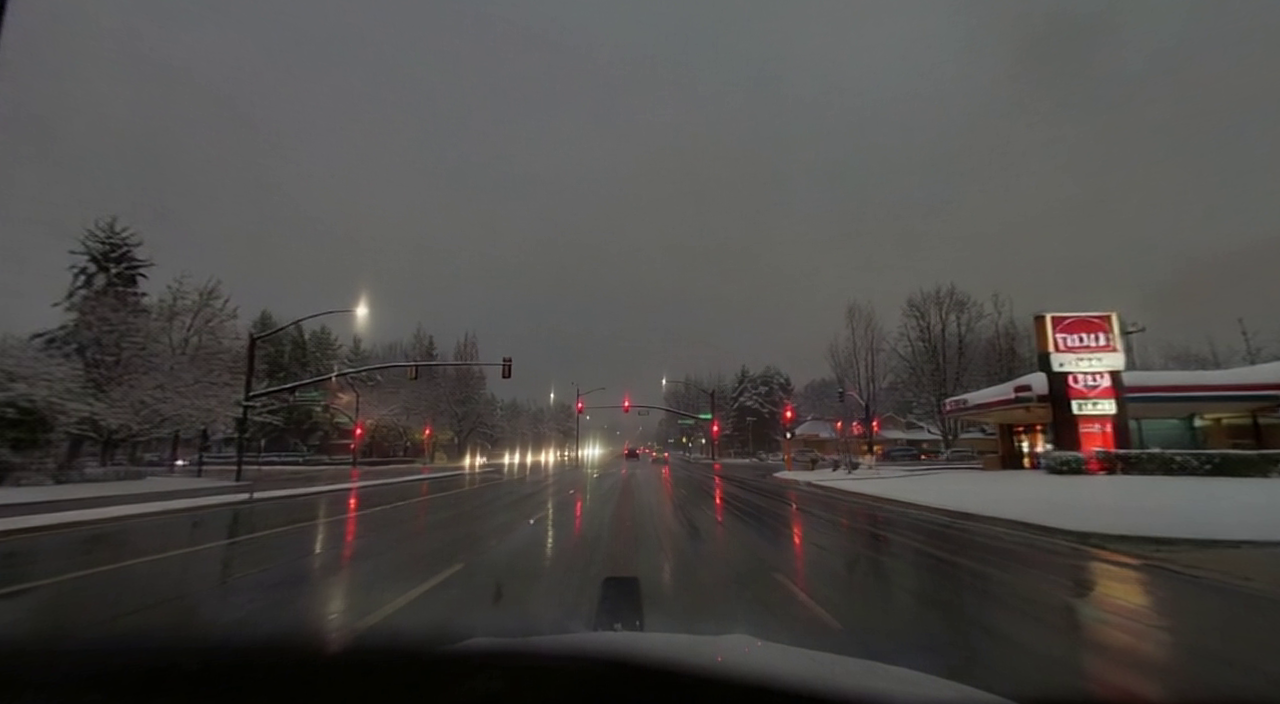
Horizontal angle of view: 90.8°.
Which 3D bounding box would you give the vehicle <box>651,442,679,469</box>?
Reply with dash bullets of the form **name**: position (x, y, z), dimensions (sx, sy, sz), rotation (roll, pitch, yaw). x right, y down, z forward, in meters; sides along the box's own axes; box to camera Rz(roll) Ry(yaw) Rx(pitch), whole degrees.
- **vehicle**: position (1.946, 8.059, 49.479), dimensions (2.096, 1.961, 4.259), rotation (0, -9, 2)
